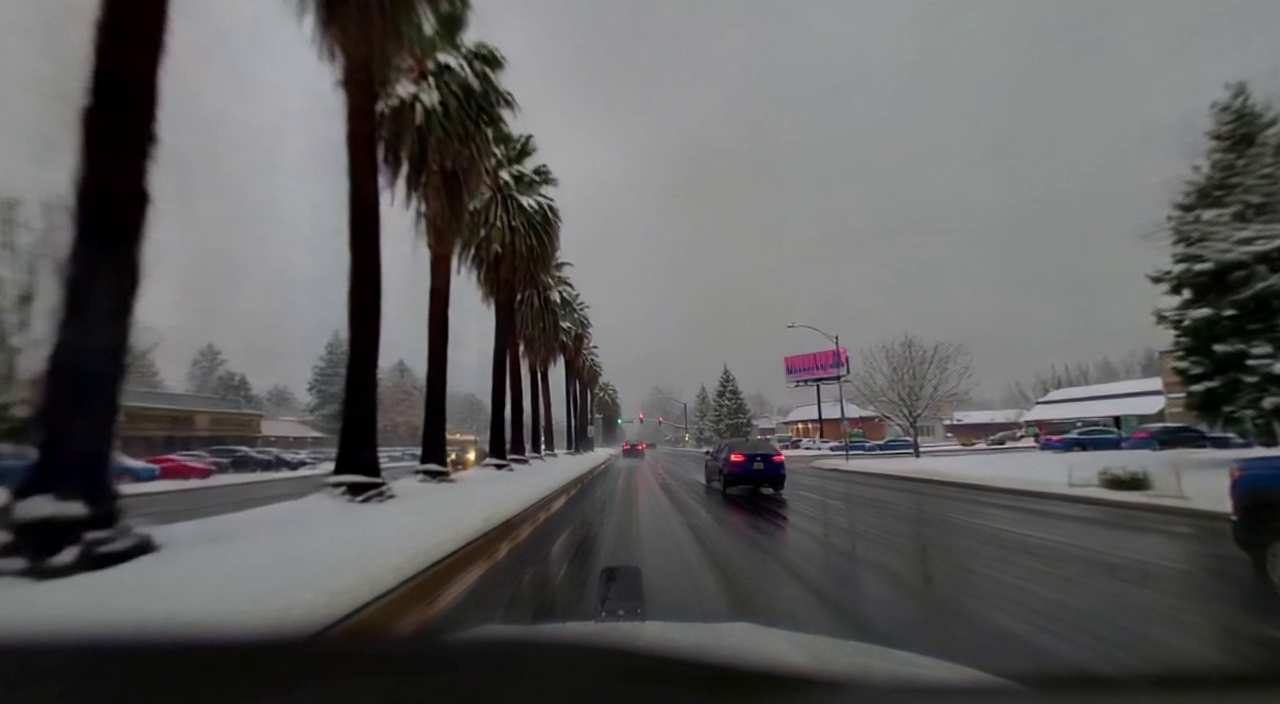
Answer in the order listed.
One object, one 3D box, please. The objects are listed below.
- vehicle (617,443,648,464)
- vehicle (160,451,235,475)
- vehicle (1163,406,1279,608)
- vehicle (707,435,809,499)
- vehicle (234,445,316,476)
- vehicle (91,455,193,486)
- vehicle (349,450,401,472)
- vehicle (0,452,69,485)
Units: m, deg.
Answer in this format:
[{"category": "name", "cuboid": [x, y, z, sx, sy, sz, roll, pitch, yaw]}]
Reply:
[{"category": "vehicle", "cuboid": [-0.593, 7.642, 47.576, 2.258, 1.468, 4.076, 0, -8, -2]}, {"category": "vehicle", "cuboid": [-31.844, 7.948, 45.498, 4.210, 1.549, 1.855, 7, -11, -39]}, {"category": "vehicle", "cuboid": [6.237, 0.995, 3.404, 2.140, 1.606, 5.437, 0, -8, -1]}, {"category": "vehicle", "cuboid": [3.144, 3.156, 17.776, 1.889, 1.541, 4.303, 0, -8, -2]}, {"category": "vehicle", "cuboid": [-24.353, 7.219, 42.467, 2.112, 1.821, 5.960, -2, -8, -2]}, {"category": "vehicle", "cuboid": [-27.567, 6.532, 35.182, 1.816, 1.498, 4.698, 0, -8, 0]}, {"category": "vehicle", "cuboid": [-19.507, 8.025, 46.764, 1.983, 1.492, 4.904, -1, -8, -3]}, {"category": "vehicle", "cuboid": [-32.775, 6.079, 32.924, 4.220, 1.614, 1.876, 8, -12, -43]}]
